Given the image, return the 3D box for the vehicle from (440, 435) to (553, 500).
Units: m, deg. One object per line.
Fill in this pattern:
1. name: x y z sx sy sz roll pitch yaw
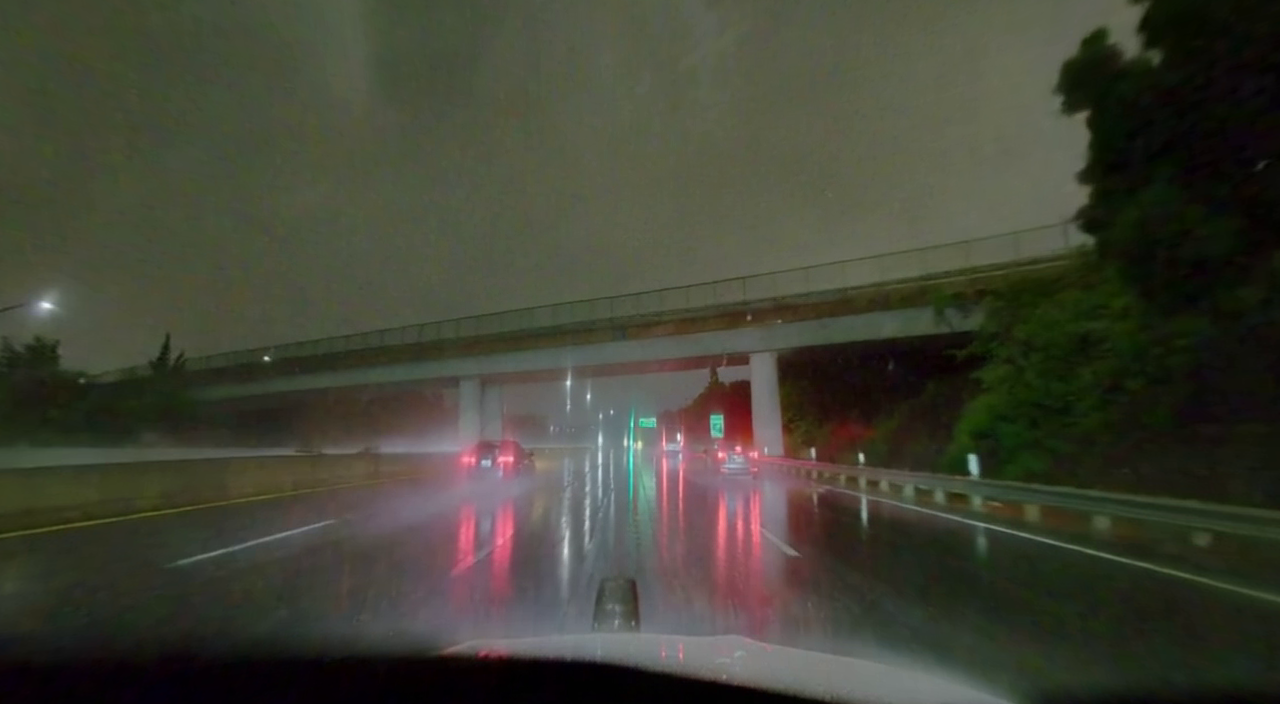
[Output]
1. vehicle: -3.685 3.051 17.121 2.037 1.514 4.335 0 -8 0

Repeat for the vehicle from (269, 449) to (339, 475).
1. vehicle: -21.073 6.906 39.831 1.826 1.453 4.780 0 -8 -1
